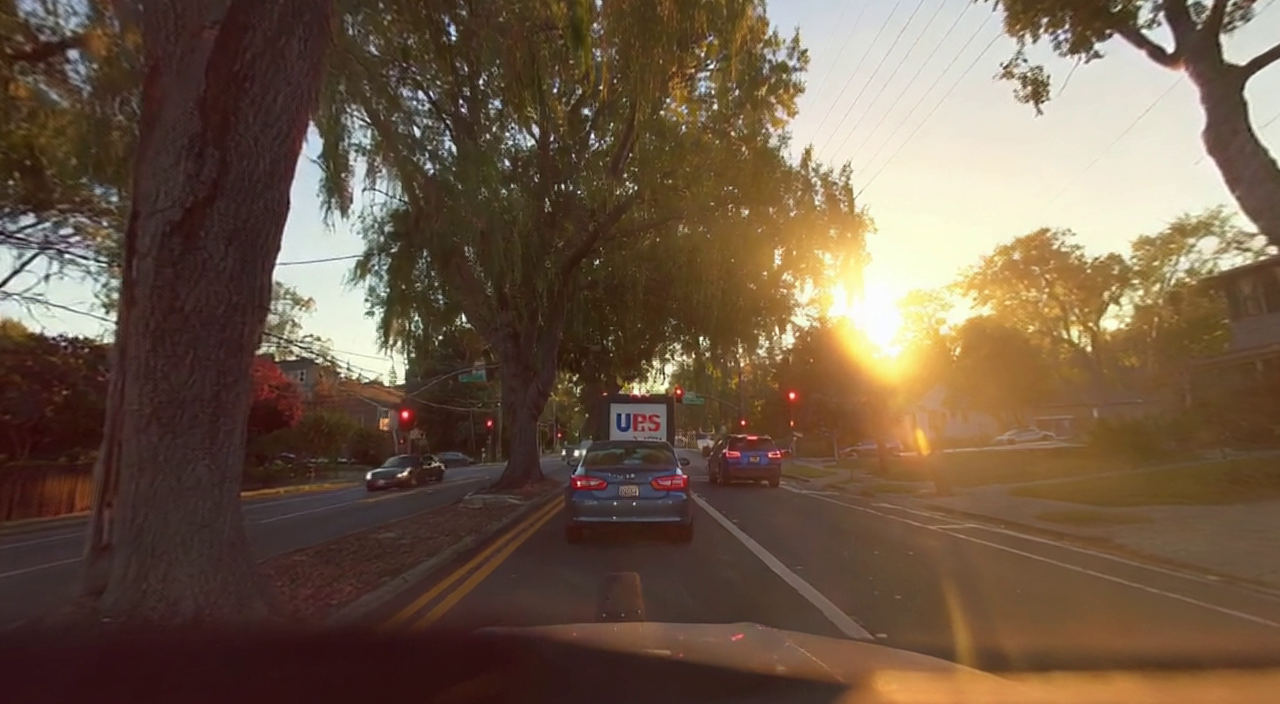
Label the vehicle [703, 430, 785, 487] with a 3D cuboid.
[{"bbox_3d":[3.651,3.835,23.052,2.145,1.847,4.524,0,-8,-1],"label":"vehicle"}]

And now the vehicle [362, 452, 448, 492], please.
[{"bbox_3d":[-9.760,4.985,26.638,1.950,1.467,4.270,0,-8,0],"label":"vehicle"}]

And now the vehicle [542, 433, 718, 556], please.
[{"bbox_3d":[-0.158,2.044,9.858,2.135,1.483,4.207,0,-8,-1],"label":"vehicle"}]
